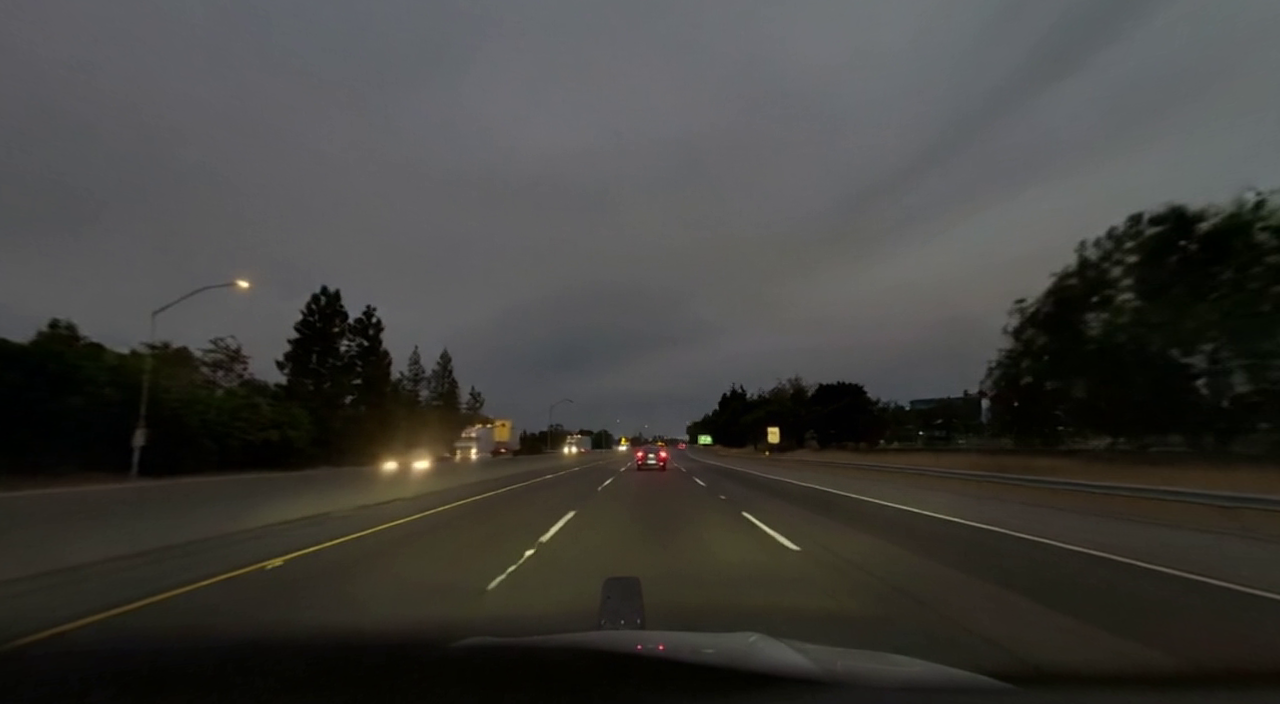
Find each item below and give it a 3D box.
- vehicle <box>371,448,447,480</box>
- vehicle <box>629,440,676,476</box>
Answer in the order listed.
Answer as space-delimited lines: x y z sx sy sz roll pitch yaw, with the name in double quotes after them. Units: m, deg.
-11.582 5.642 31.995 2.000 1.475 4.738 0 -9 1 "vehicle"
0.645 5.389 32.279 2.231 1.652 4.503 0 -9 1 "vehicle"
